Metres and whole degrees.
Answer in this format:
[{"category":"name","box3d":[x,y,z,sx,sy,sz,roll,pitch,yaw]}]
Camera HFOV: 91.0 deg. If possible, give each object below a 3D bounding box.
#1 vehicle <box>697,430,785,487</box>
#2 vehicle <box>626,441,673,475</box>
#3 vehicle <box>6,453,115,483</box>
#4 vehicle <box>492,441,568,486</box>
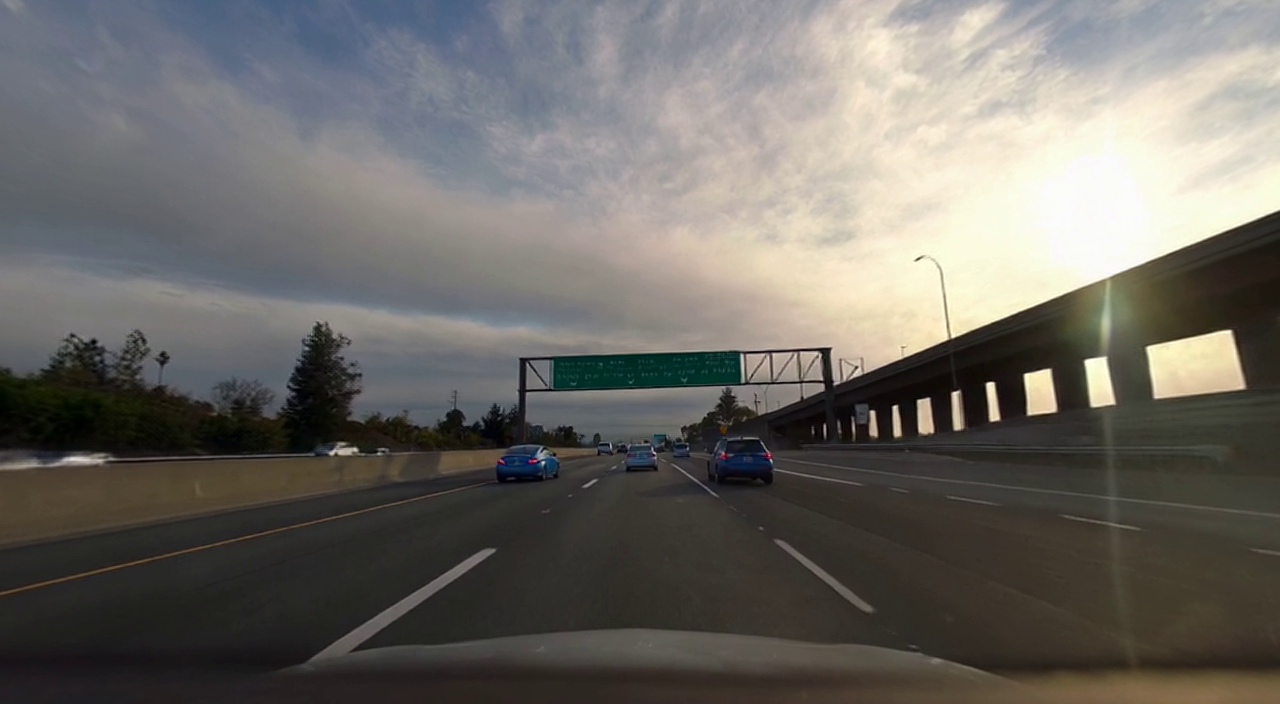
[{"category":"vehicle","box3d":[3.324,3.613,21.663,2.202,1.748,4.158,1,-8,-2]},{"category":"vehicle","box3d":[0.439,4.982,29.825,2.089,1.493,3.964,0,-8,0]},{"category":"vehicle","box3d":[-33.637,6.711,36.754,1.839,1.548,4.704,0,-8,1]},{"category":"vehicle","box3d":[-3.973,4.091,23.492,2.031,1.491,4.145,0,-8,1]}]
